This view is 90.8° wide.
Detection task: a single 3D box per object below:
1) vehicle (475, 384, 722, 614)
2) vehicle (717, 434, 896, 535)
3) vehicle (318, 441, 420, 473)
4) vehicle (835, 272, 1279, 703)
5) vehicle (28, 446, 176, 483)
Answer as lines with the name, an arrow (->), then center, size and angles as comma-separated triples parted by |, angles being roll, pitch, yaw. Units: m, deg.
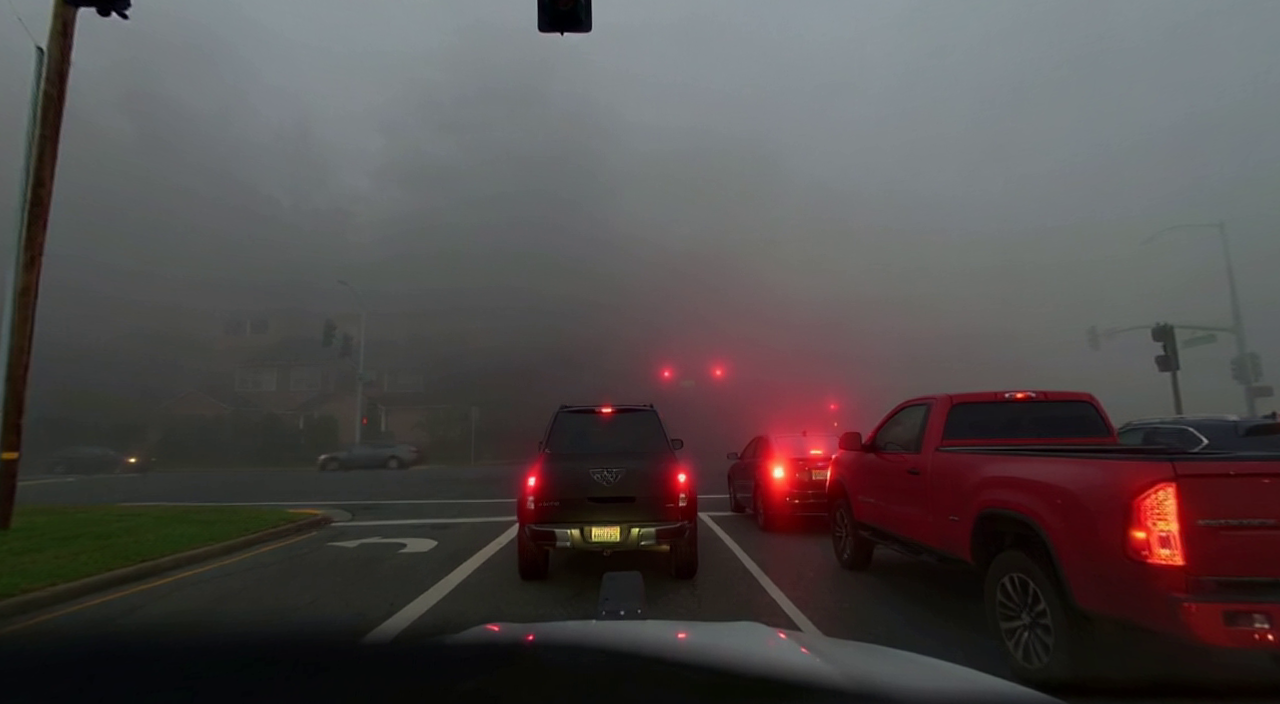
vehicle -> -0.279, 1.392, 6.701 | 1.915, 1.780, 3.379 | 0, -8, 2
vehicle -> 2.720, 2.266, 11.532 | 1.952, 1.465, 4.421 | 0, -8, -2
vehicle -> -13.631, 5.313, 32.023 | 4.404, 1.534, 1.704 | 1, -8, -9
vehicle -> 2.976, 0.943, 3.847 | 1.886, 1.849, 5.070 | 0, -8, -1
vehicle -> -22.891, 4.789, 27.053 | 4.533, 1.350, 1.714 | 0, -7, -9
